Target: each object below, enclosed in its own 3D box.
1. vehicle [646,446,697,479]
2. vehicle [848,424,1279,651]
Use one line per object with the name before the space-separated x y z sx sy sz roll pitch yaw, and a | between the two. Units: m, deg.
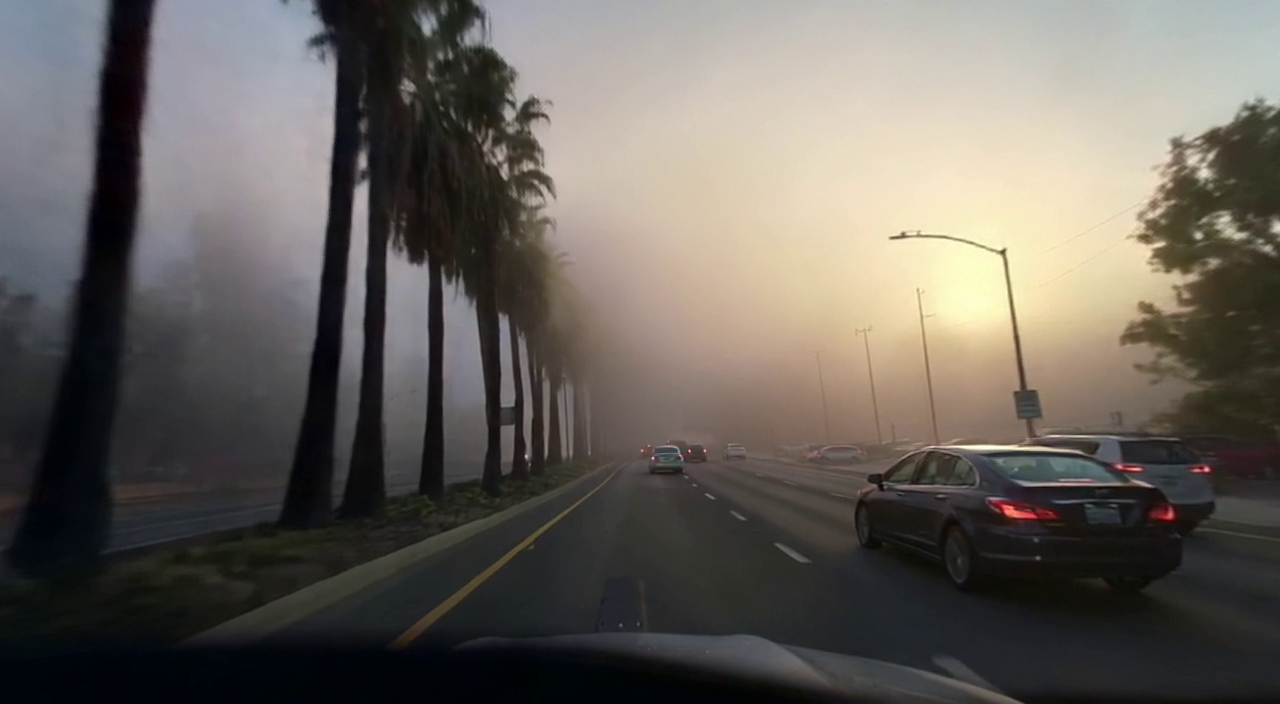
vehicle | 1.410 5.210 30.138 2.031 1.444 4.361 0 -8 -3
vehicle | 3.827 1.538 6.397 1.875 1.452 4.453 0 -8 -1
